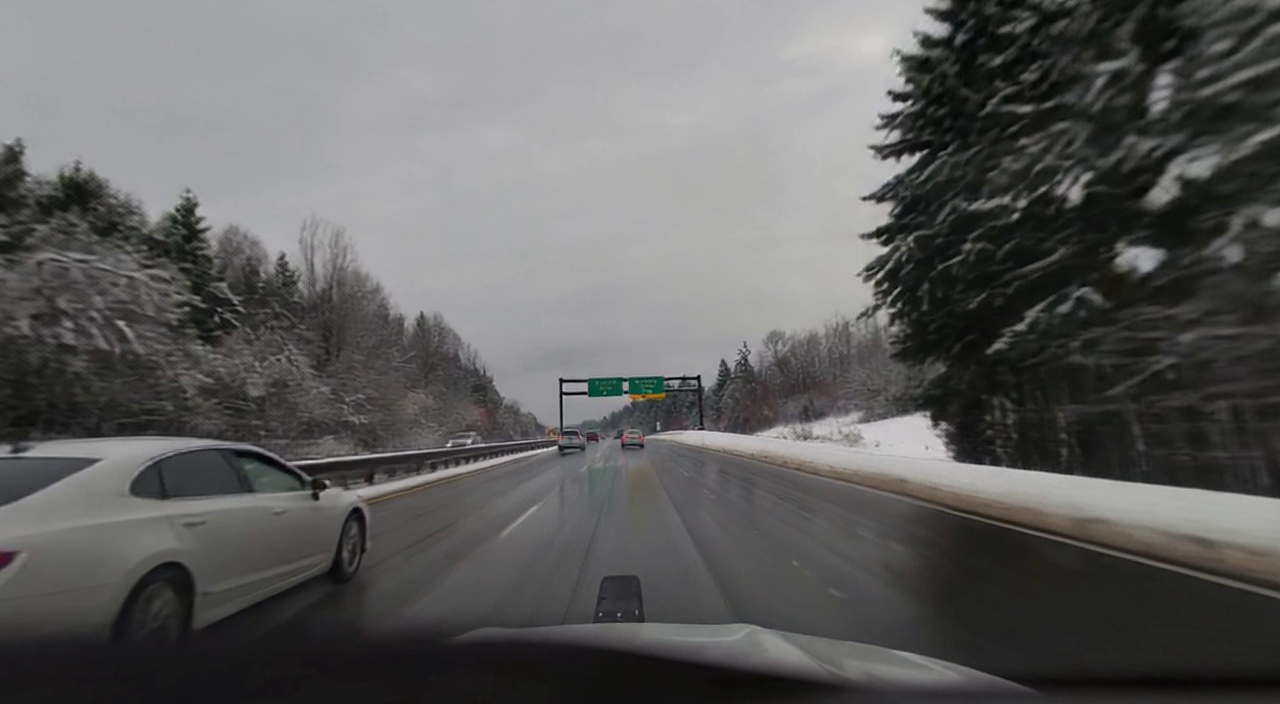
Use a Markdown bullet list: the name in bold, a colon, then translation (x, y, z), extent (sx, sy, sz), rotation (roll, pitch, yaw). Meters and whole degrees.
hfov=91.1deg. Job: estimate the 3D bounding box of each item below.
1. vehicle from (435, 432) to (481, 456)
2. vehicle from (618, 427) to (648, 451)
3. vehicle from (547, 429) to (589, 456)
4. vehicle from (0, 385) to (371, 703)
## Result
- **vehicle**: translation (-12.264, 6.227, 42.621), extent (1.906, 1.554, 4.103), rotation (0, -8, 0)
- **vehicle**: translation (-0.493, 6.134, 44.389), extent (2.054, 1.609, 3.859), rotation (0, -8, -1)
- **vehicle**: translation (-4.338, 5.478, 38.312), extent (2.071, 1.524, 4.398), rotation (0, -8, 0)
- **vehicle**: translation (-3.472, 1.018, 3.395), extent (1.989, 1.497, 4.645), rotation (0, -8, 0)
